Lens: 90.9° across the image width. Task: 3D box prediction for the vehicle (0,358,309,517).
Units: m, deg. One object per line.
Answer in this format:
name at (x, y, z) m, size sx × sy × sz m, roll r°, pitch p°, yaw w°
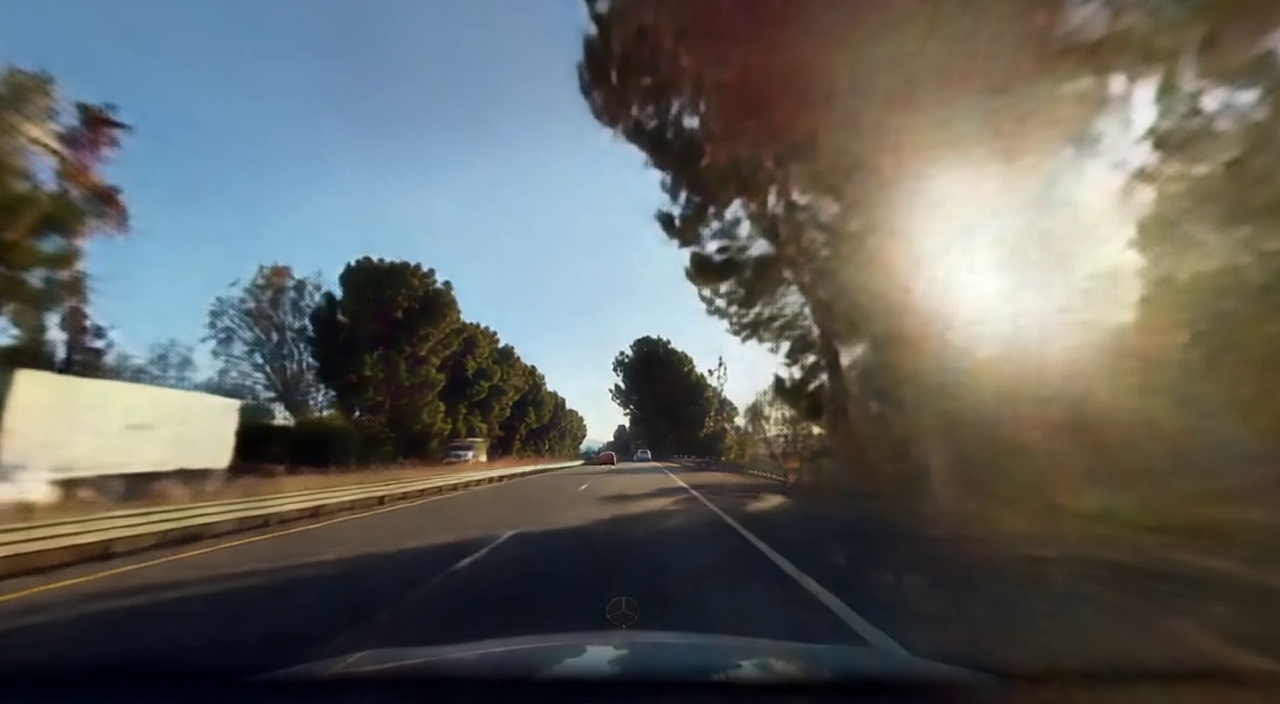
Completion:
vehicle at (-16.914, 3.098, 21.698) m, size 2.842 × 3.828 × 14.939 m, roll -1°, pitch -9°, yaw 0°
